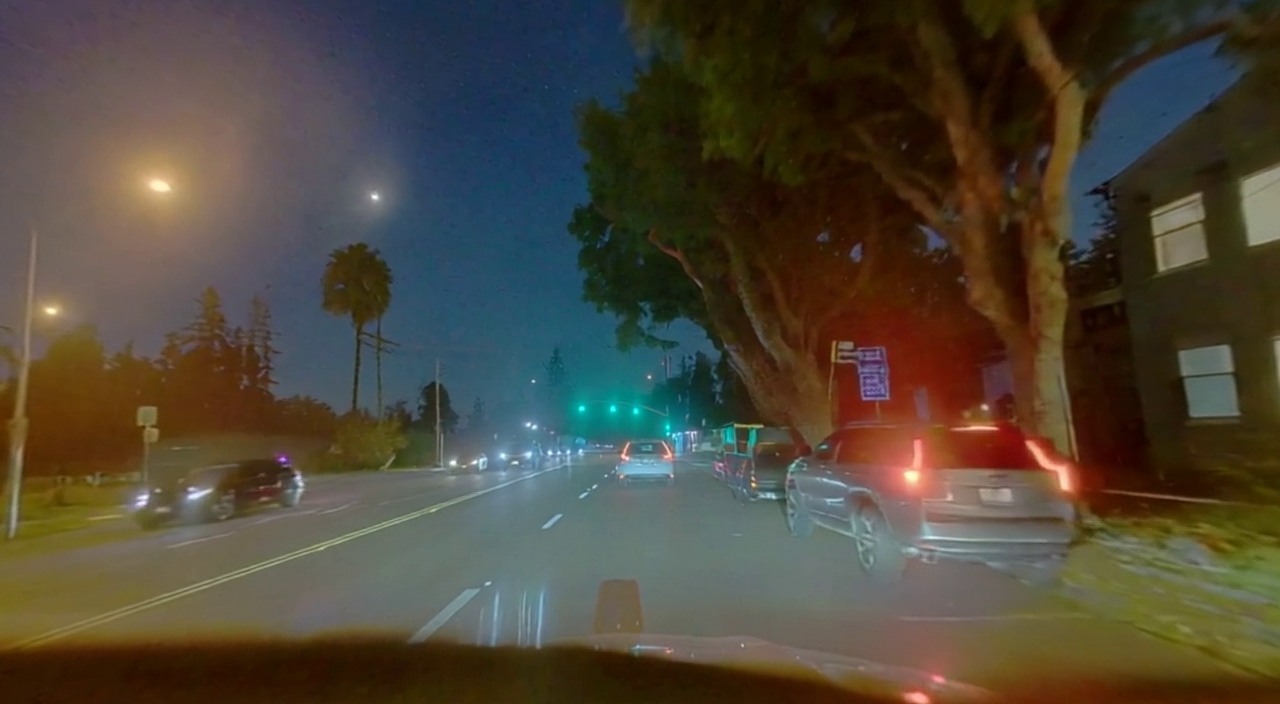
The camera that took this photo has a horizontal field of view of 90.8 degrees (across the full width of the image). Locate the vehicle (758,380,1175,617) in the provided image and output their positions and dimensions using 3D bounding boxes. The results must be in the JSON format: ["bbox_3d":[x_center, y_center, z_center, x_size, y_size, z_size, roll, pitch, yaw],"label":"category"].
[{"bbox_3d":[2.848,1.411,7.039,2.060,1.733,4.639,0,-8,-1],"label":"vehicle"}]

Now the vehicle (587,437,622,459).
[{"bbox_3d":[-2.480,6.854,45.186,2.117,1.528,4.277,0,-8,1],"label":"vehicle"}]

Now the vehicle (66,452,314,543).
[{"bbox_3d":[-9.090,2.925,13.419,1.908,1.511,4.611,0,-8,-1],"label":"vehicle"}]

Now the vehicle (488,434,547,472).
[{"bbox_3d":[-6.276,5.220,32.946,2.175,1.820,4.643,0,-8,0],"label":"vehicle"}]

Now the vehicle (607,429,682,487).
[{"bbox_3d":[0.083,3.217,19.516,2.041,1.575,4.304,0,-8,-1],"label":"vehicle"}]

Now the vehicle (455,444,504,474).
[{"bbox_3d":[-9.428,6.271,37.313,1.908,1.492,3.699,-4,-8,-1],"label":"vehicle"}]
